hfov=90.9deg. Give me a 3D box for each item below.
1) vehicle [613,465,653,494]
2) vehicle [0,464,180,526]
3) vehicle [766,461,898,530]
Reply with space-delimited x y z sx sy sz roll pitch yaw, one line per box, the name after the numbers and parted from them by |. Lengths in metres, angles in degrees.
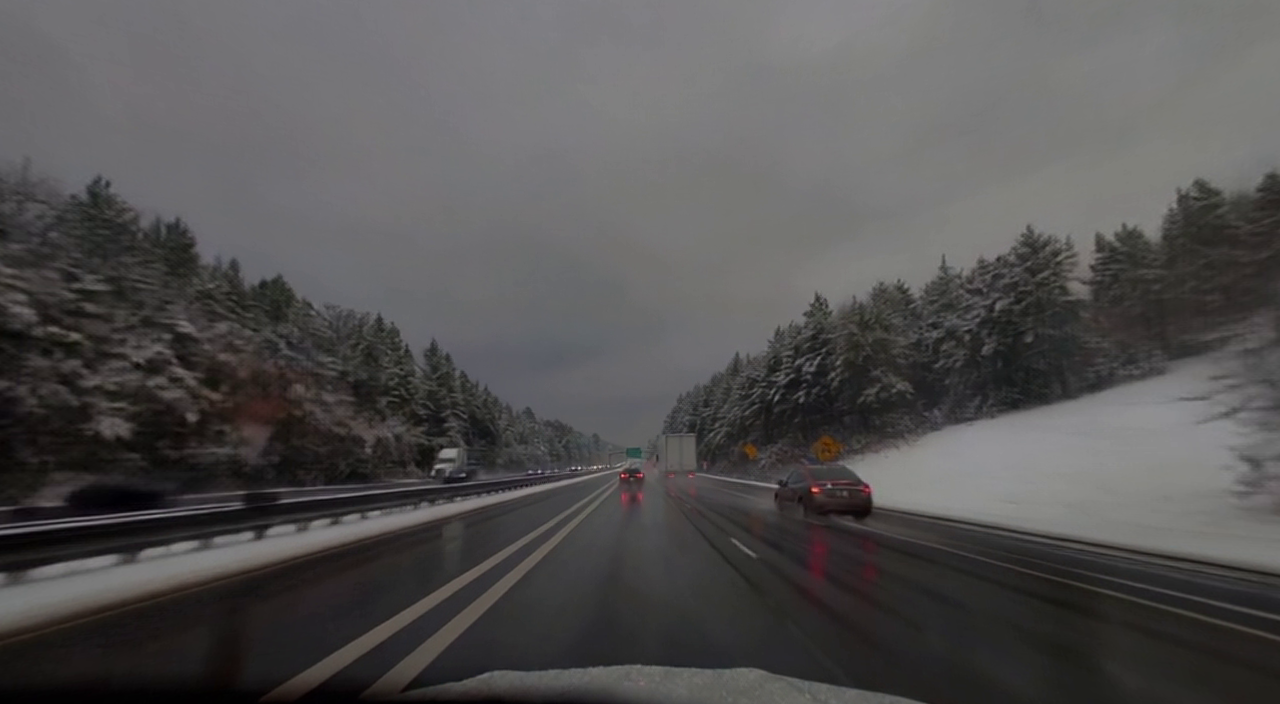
-0.400 6.893 34.281 2.010 1.436 3.973 1 -10 -1 | vehicle
-16.412 4.186 18.887 1.910 1.585 4.351 1 -10 0 | vehicle
4.650 3.547 16.022 1.897 1.476 4.334 1 -10 -1 | vehicle
